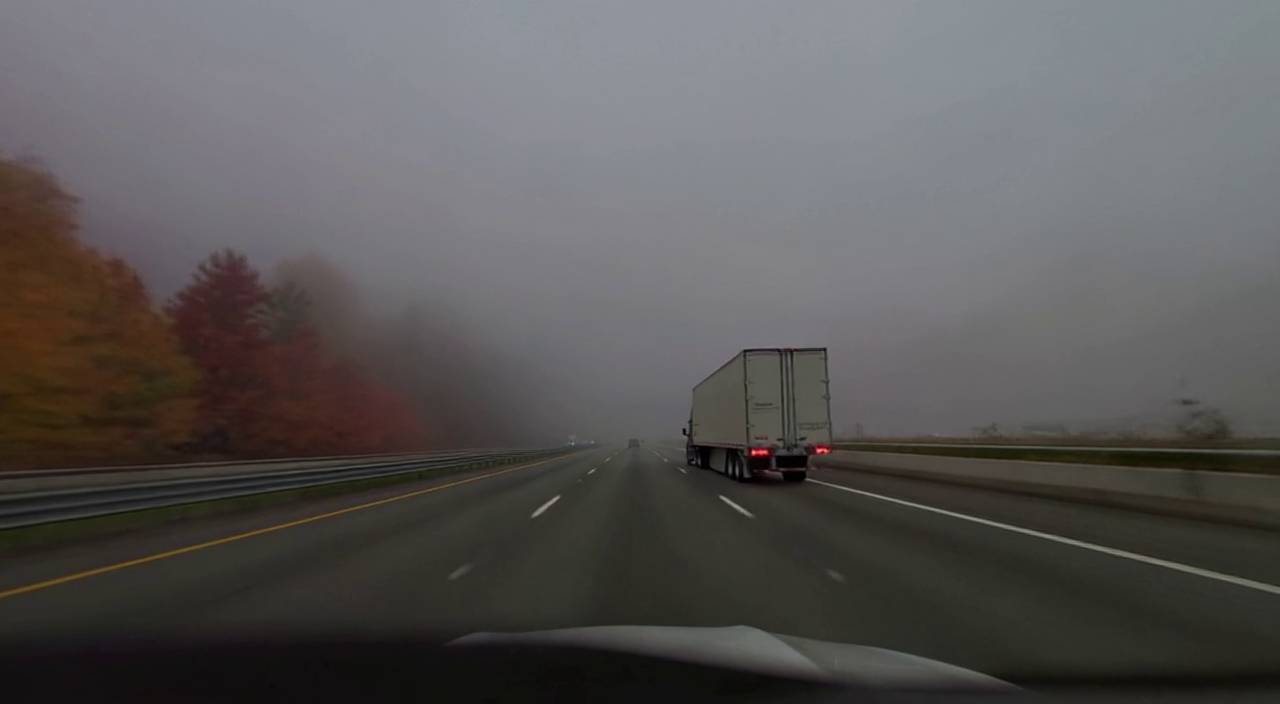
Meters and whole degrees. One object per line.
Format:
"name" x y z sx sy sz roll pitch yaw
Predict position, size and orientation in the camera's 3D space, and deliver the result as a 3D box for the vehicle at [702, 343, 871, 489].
"vehicle" 4.306 2.292 21.112 3.348 3.847 8.908 0 -8 -1
